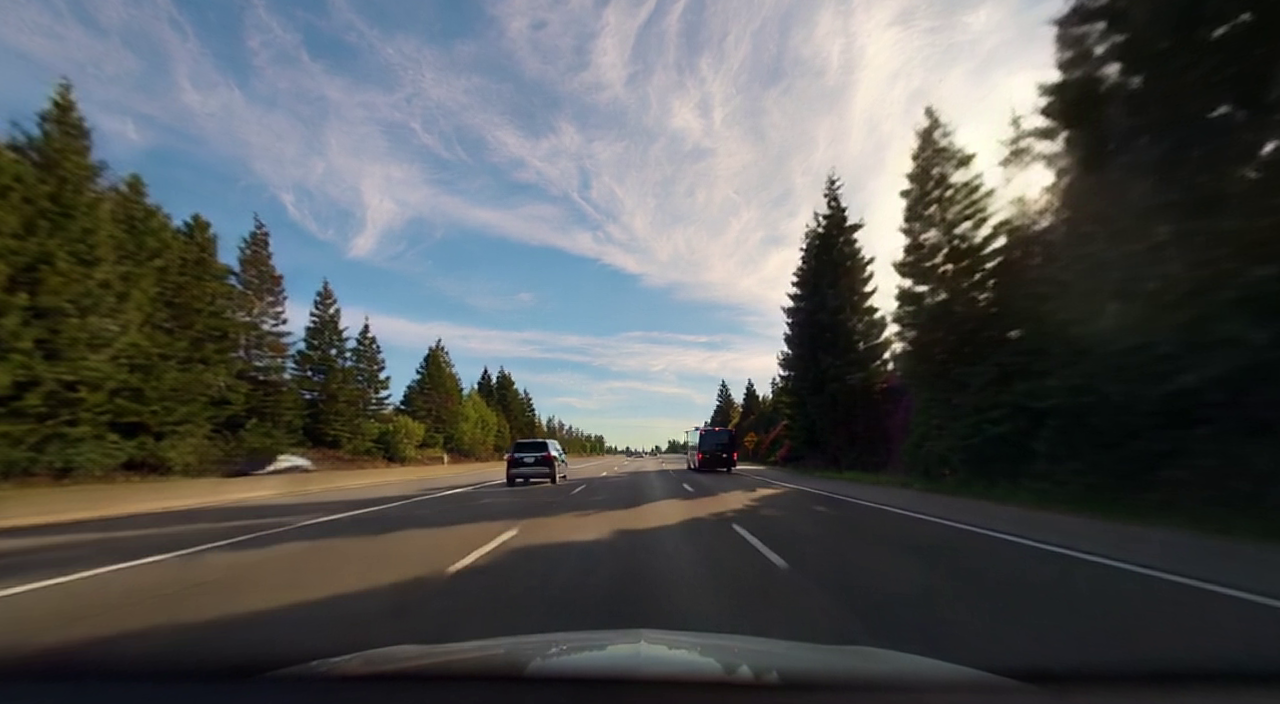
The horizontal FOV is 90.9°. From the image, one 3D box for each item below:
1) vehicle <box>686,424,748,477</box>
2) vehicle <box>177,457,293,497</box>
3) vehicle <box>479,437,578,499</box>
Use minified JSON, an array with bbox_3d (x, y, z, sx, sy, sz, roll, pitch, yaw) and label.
[{"bbox_3d":[4.198,5.573,35.701,2.614,2.655,6.429,0,-9,0],"label":"vehicle"},{"bbox_3d":[-16.723,5.140,26.312,1.996,1.451,4.298,0,-9,-1],"label":"vehicle"},{"bbox_3d":[-3.165,3.416,18.967,2.020,1.619,4.690,0,-9,1],"label":"vehicle"}]
